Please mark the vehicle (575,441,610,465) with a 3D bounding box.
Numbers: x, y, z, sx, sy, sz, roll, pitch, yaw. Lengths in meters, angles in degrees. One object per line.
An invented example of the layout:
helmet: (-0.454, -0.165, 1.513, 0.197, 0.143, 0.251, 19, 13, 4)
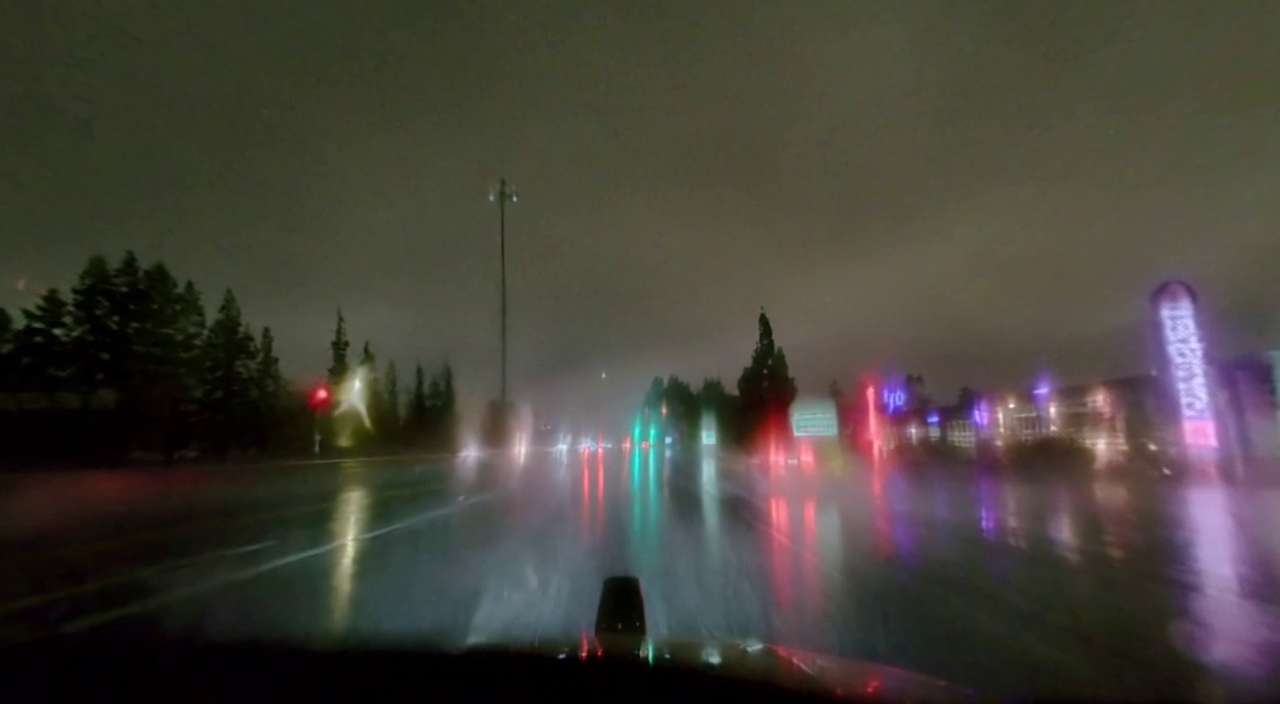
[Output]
vehicle: (-3.256, 7.050, 43.938, 2.015, 1.557, 4.229, -1, -9, 1)
